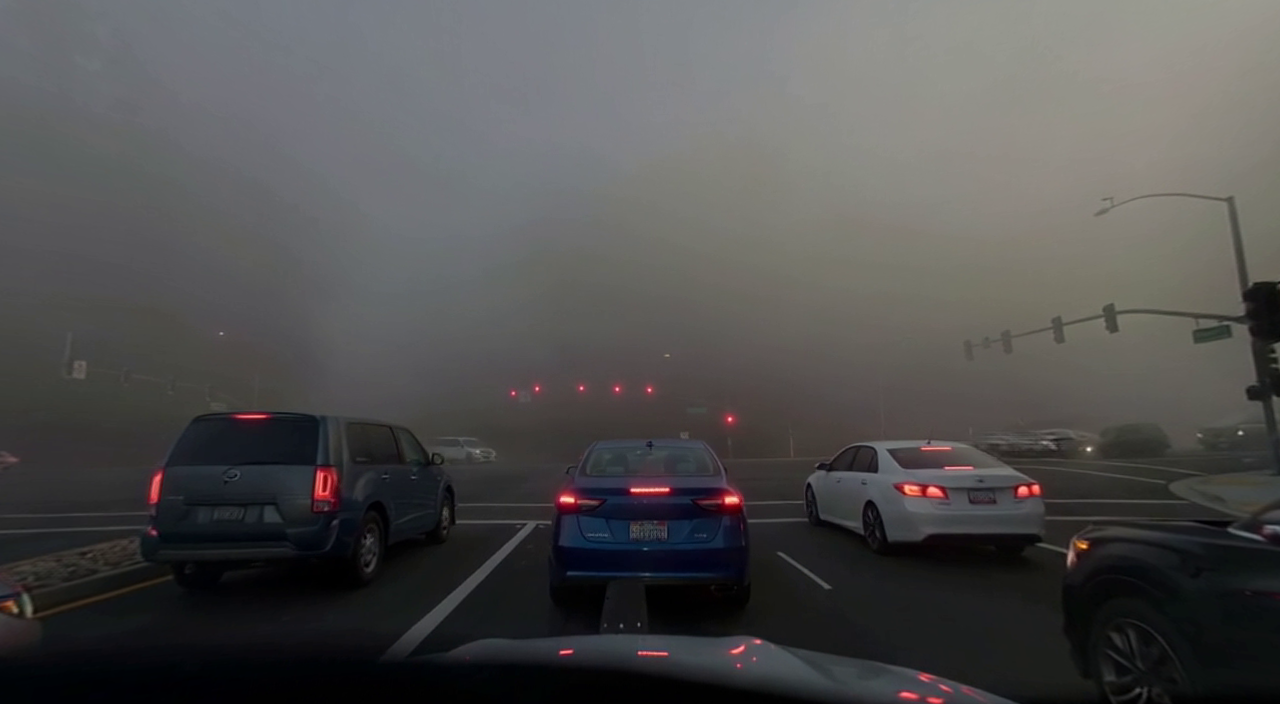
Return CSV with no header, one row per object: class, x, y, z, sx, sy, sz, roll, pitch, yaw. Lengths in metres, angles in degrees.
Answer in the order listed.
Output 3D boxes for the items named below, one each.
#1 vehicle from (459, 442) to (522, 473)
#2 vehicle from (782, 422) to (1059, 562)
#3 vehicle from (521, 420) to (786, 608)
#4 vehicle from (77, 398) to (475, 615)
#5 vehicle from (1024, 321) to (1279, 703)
vehicle,-9.276,6.430,38.868,2.447,1.755,5.141,5,-10,-28
vehicle,3.534,1.848,9.064,1.874,1.487,4.404,0,-9,-1
vehicle,0.051,1.600,7.139,2.114,1.482,4.056,0,-9,-2
vehicle,-3.420,1.535,7.160,1.958,1.693,4.242,0,-9,0
vehicle,3.227,0.621,1.252,2.178,1.691,4.314,0,-9,0
